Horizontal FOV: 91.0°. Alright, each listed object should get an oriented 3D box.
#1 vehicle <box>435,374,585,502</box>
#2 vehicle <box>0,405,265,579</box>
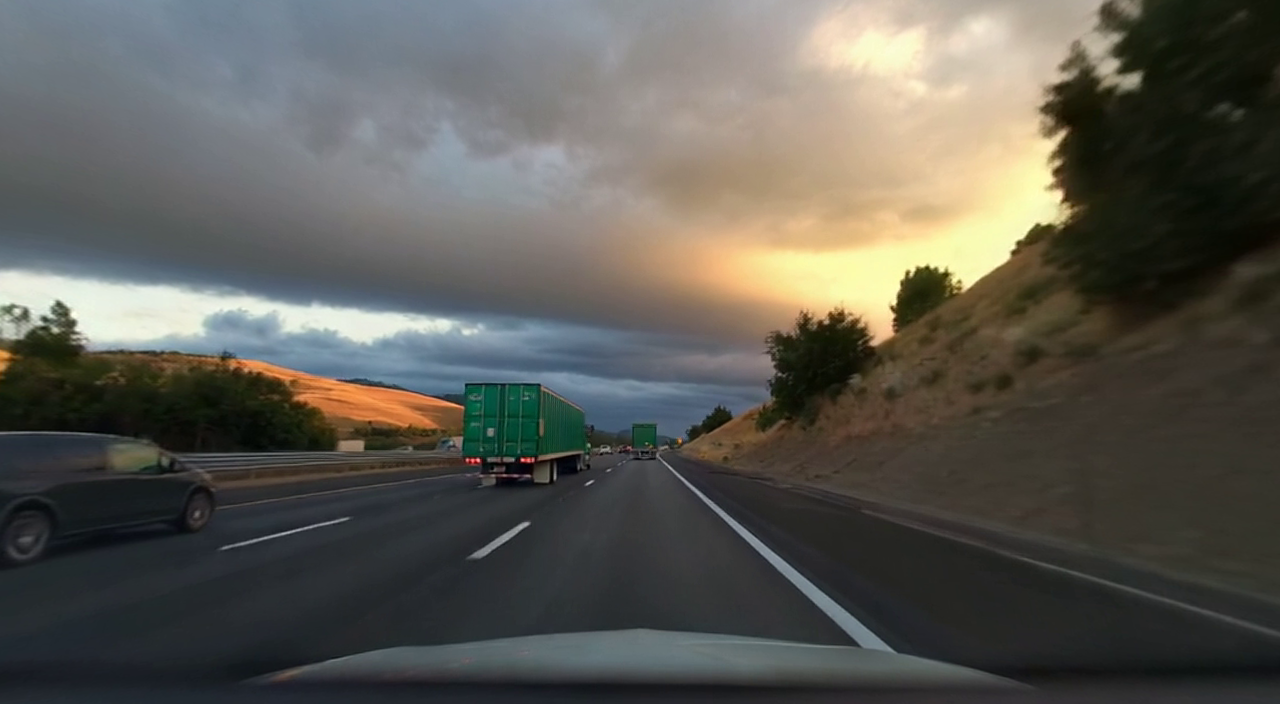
[{"bbox_3d":[-3.814,3.034,21.750,2.789,3.271,10.894,0,-9,0],"label":"vehicle"},{"bbox_3d":[-7.456,1.689,8.228,2.125,1.725,4.715,0,-9,0],"label":"vehicle"}]
